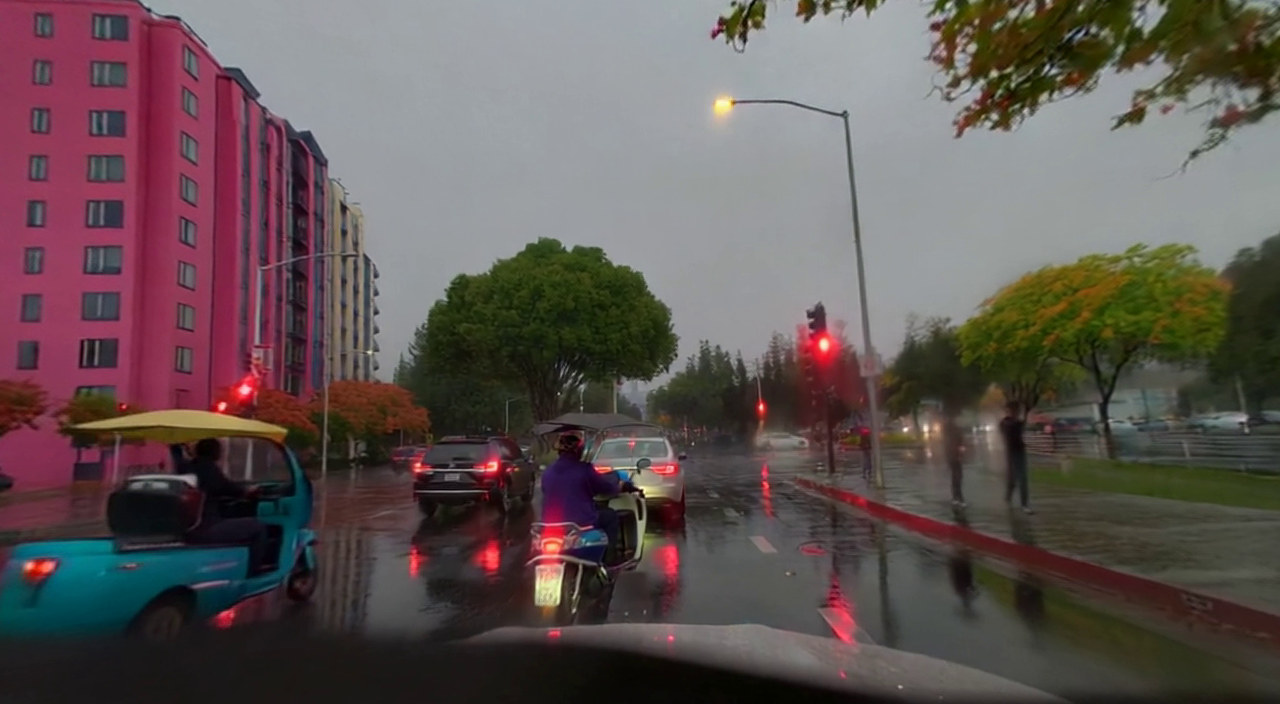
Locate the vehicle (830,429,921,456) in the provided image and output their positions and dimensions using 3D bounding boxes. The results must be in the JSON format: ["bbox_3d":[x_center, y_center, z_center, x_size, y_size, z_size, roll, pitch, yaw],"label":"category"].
[{"bbox_3d":[13.865,5.384,37.270,4.661,1.456,1.862,-7,-11,39],"label":"vehicle"}]

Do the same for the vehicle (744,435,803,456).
[{"bbox_3d":[9.998,6.973,47.166,4.511,1.464,1.816,6,-11,-38],"label":"vehicle"}]

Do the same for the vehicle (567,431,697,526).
[{"bbox_3d":[-0.088,2.283,11.908,2.025,1.458,4.085,-1,-9,1],"label":"vehicle"}]

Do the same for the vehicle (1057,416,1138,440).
[{"bbox_3d":[30.790,5.156,42.482,1.751,1.420,4.027,8,-12,-42],"label":"vehicle"}]

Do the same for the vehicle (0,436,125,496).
[{"bbox_3d":[-28.927,5.572,30.657,5.890,2.393,2.346,-5,-7,1],"label":"vehicle"}]

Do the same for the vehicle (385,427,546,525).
[{"bbox_3d":[-3.247,2.395,12.685,1.935,1.615,4.073,-1,-9,2],"label":"vehicle"}]
